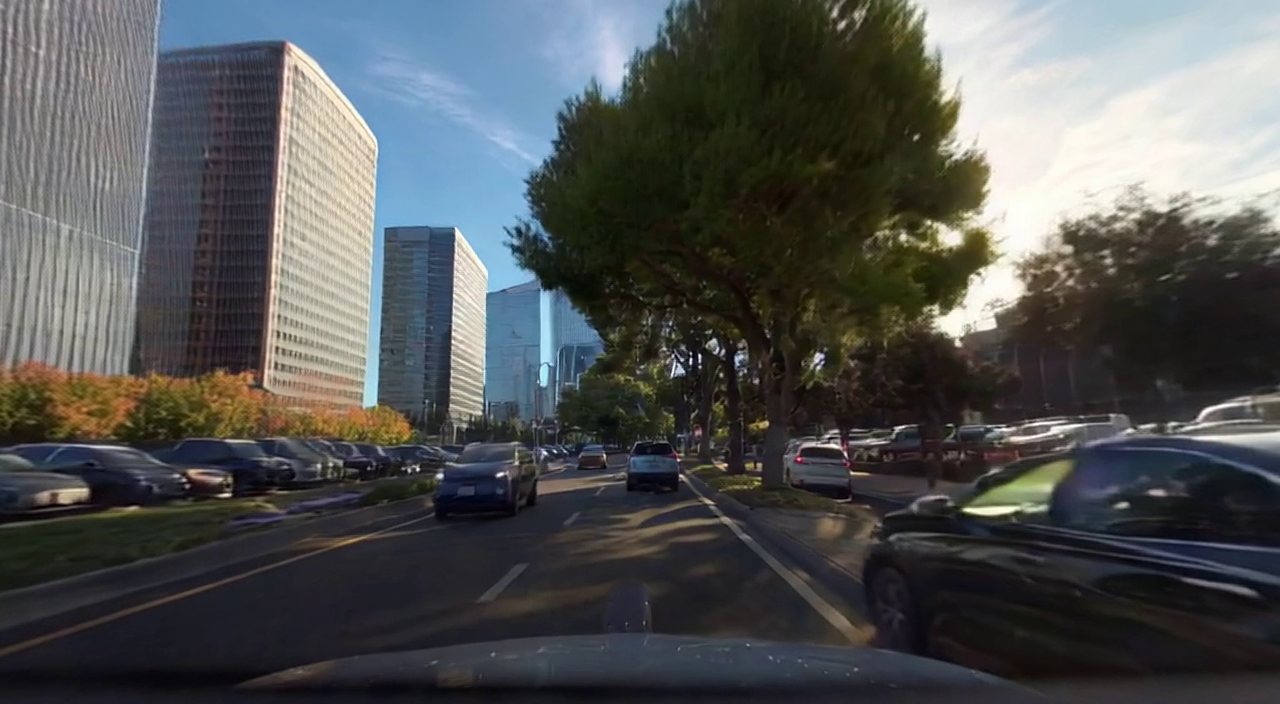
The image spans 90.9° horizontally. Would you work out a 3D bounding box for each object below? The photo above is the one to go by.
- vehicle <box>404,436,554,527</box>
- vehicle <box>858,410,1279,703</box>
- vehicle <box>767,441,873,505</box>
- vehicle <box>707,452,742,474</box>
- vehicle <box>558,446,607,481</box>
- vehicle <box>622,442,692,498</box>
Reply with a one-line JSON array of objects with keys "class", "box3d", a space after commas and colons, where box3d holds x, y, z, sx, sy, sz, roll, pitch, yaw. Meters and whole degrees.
[{"class": "vehicle", "box3d": [-3.382, 2.815, 14.300, 2.167, 1.717, 4.448, 0, -9, 1]}, {"class": "vehicle", "box3d": [2.869, 1.166, 3.318, 1.991, 1.536, 4.116, 0, -9, 1]}, {"class": "vehicle", "box3d": [5.680, 3.852, 20.599, 2.059, 1.813, 4.637, 0, -9, -1]}, {"class": "vehicle", "box3d": [6.182, 8.164, 46.584, 1.885, 1.467, 4.546, 0, -9, 0]}, {"class": "vehicle", "box3d": [-3.031, 5.973, 34.076, 2.124, 1.731, 4.227, 0, -9, 2]}, {"class": "vehicle", "box3d": [0.534, 3.827, 20.786, 2.105, 1.653, 3.887, 0, -9, 1]}]
